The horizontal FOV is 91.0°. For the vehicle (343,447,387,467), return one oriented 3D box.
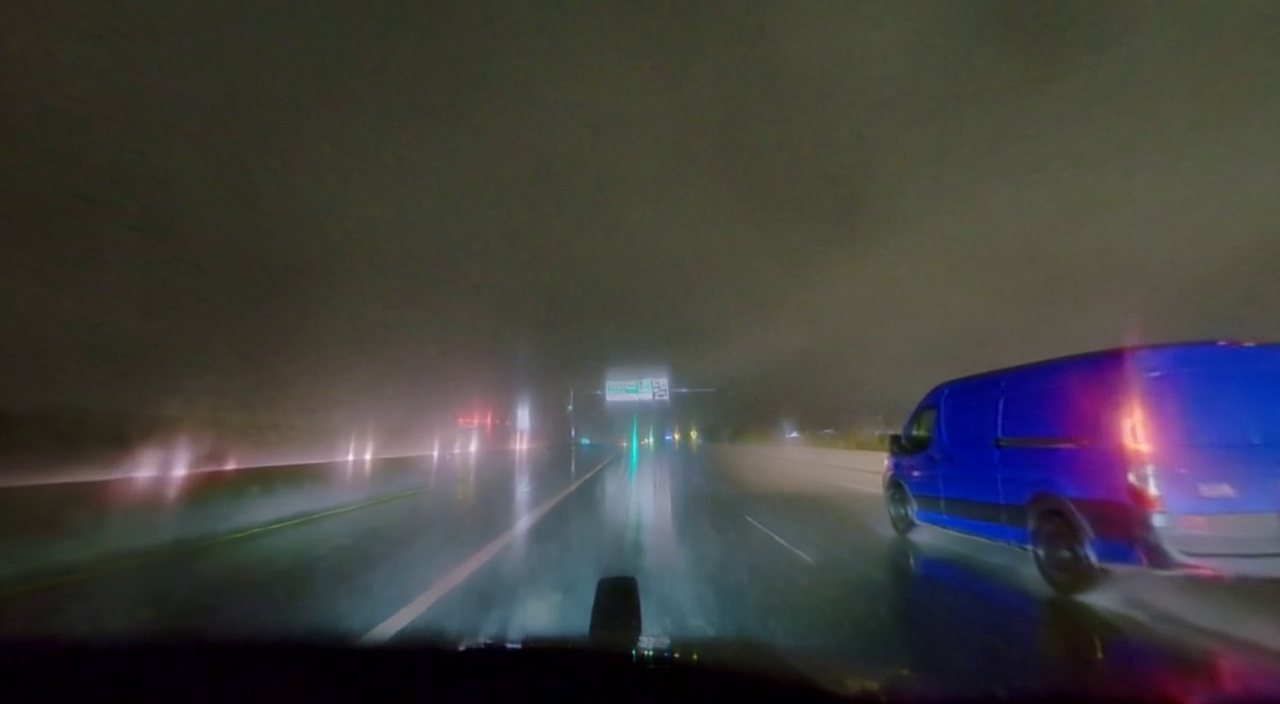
[{"bbox_3d":[-21.422,8.144,49.088,1.710,1.440,3.716,-1,-8,1],"label":"vehicle"}]

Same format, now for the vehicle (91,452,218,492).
[{"bbox_3d":[-21.040,5.177,27.587,1.915,1.496,4.639,0,-8,-1],"label":"vehicle"}]

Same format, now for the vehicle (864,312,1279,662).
[{"bbox_3d":[4.127,1.074,5.999,2.161,2.002,4.631,0,-8,-1],"label":"vehicle"}]

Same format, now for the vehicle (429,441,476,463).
[{"bbox_3d":[-13.439,7.187,45.411,1.923,1.526,4.507,-1,-8,1],"label":"vehicle"}]
